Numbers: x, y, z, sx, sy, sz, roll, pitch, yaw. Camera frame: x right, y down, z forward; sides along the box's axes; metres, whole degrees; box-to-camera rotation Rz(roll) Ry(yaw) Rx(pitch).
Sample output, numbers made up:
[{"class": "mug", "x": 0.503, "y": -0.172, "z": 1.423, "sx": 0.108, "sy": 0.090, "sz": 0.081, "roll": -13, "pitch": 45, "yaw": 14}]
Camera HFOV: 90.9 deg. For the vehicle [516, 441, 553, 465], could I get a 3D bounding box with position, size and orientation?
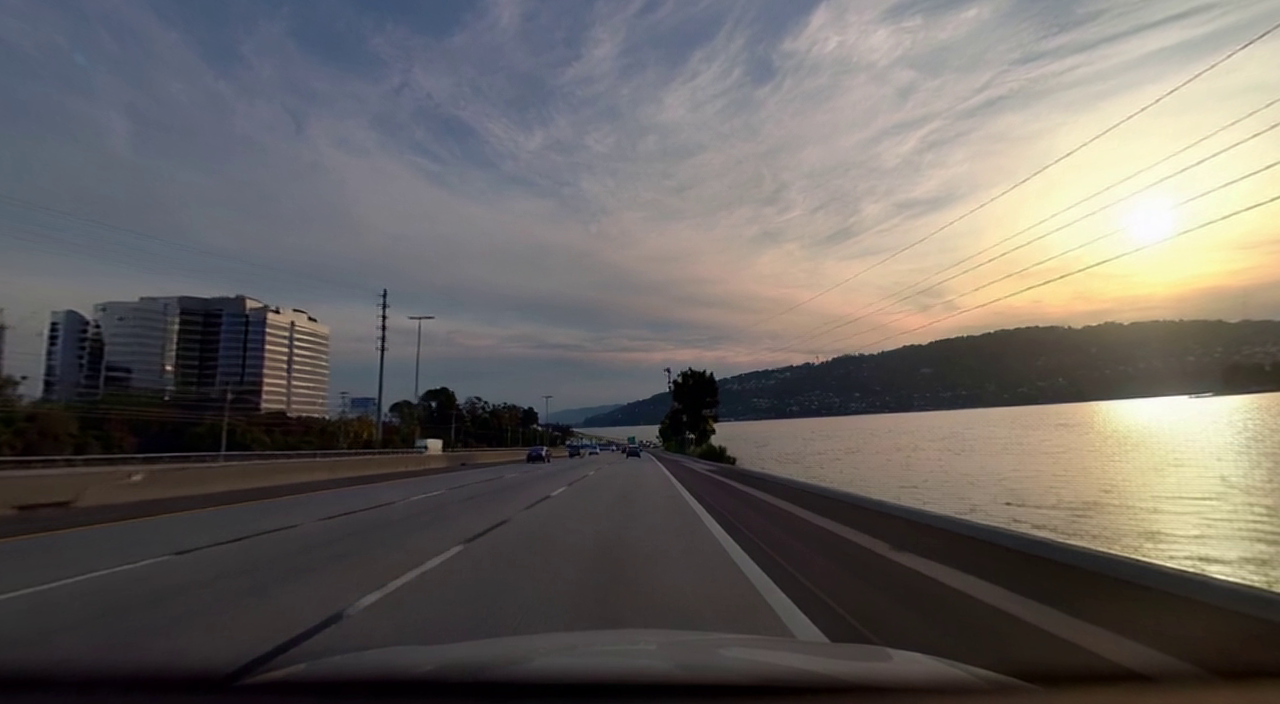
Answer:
[{"class": "vehicle", "x": -7.491, "y": 7.197, "z": 45.124, "sx": 1.946, "sy": 1.590, "sz": 4.042, "roll": 0, "pitch": -8, "yaw": 1}]
